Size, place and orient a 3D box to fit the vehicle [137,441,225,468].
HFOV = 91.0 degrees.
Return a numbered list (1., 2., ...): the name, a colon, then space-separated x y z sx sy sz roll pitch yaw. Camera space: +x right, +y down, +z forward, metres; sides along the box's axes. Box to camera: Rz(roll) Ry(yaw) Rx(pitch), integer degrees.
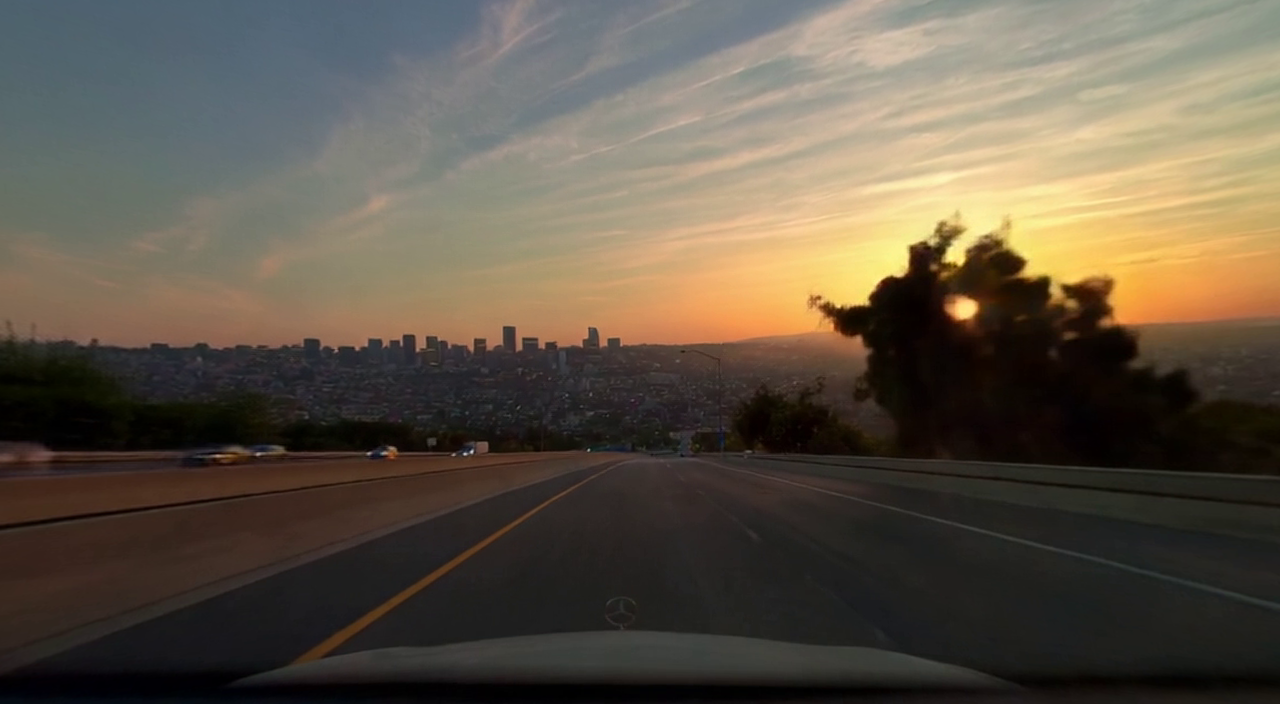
1. vehicle: -26.828 6.006 37.009 1.925 1.473 4.762 1 -8 -5
